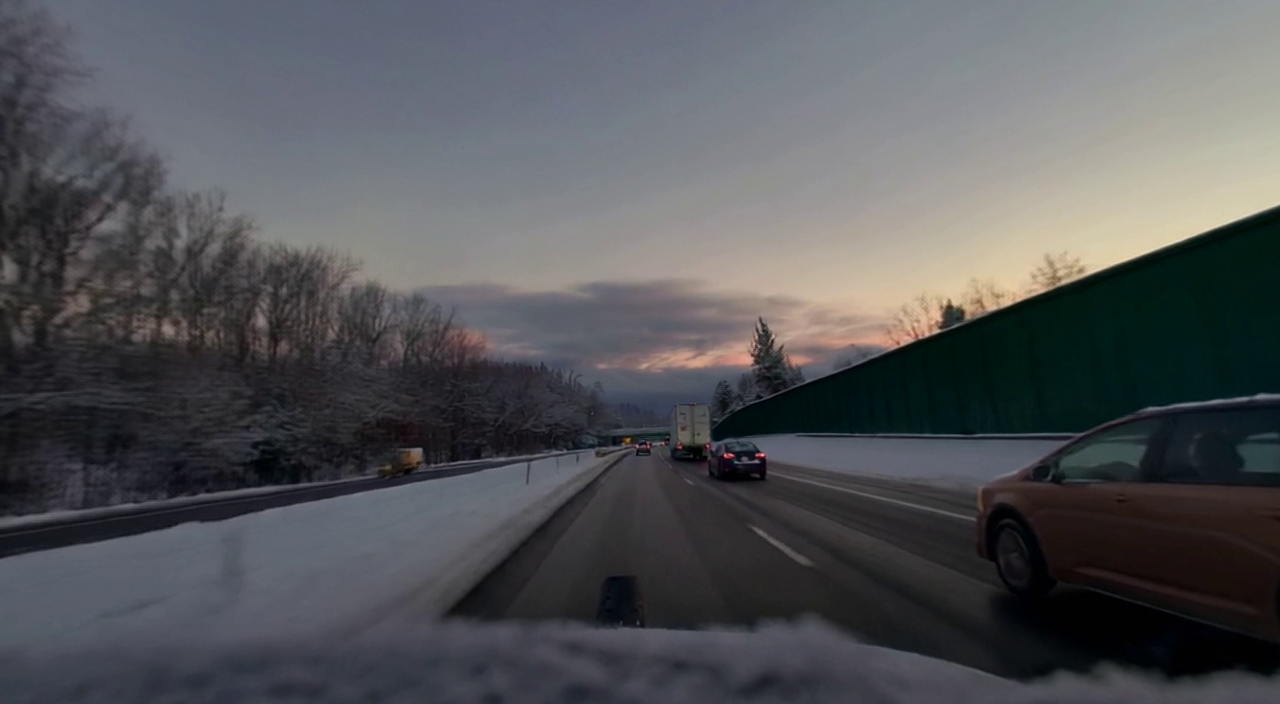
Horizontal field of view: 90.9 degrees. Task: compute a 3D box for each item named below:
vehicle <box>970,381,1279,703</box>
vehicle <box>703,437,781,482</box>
[{"bbox_3d":[4.012,1.005,3.617,1.940,1.539,4.005,1,-8,-2],"label":"vehicle"},{"bbox_3d":[3.625,3.912,23.216,2.000,1.473,4.440,0,-8,-2],"label":"vehicle"}]
